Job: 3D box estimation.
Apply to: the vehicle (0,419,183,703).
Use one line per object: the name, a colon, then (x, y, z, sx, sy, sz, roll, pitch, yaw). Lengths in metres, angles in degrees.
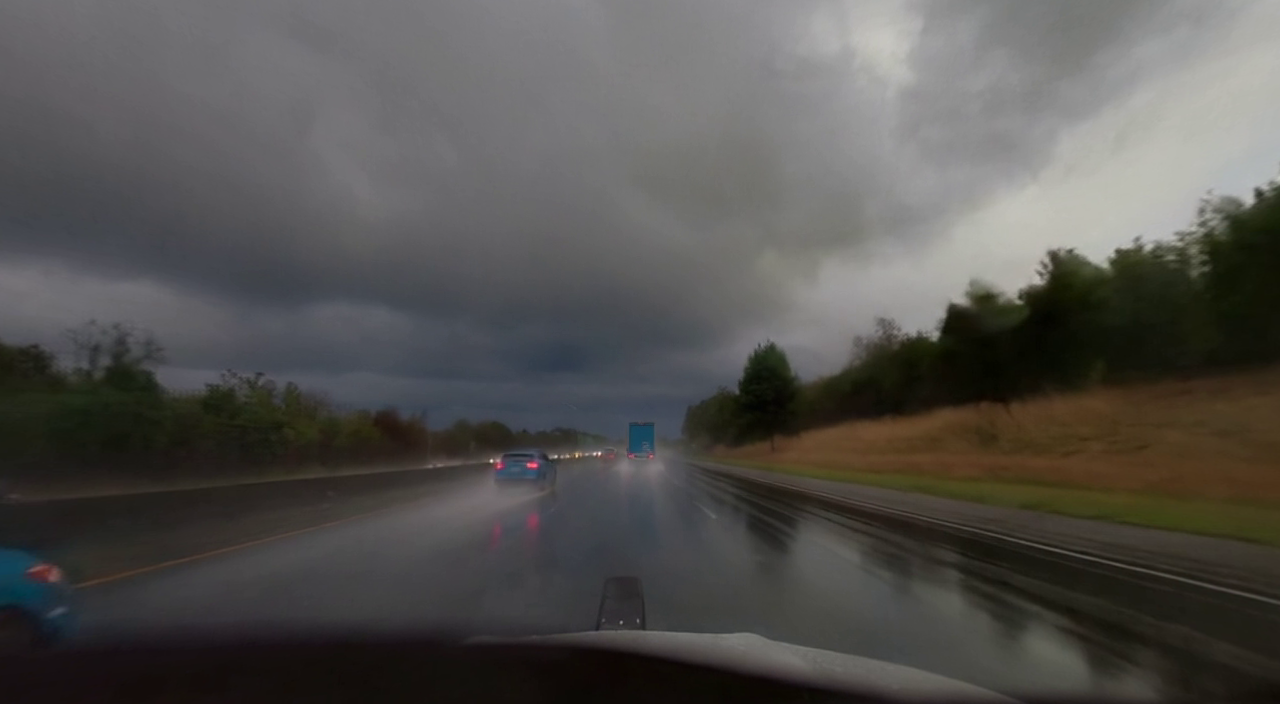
vehicle: (-3.916, 0.852, 1.513, 2.053, 1.489, 4.740, 0, -9, 1)

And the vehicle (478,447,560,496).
vehicle: (-4.154, 4.158, 22.365, 2.051, 1.537, 4.111, 0, -9, 0)
